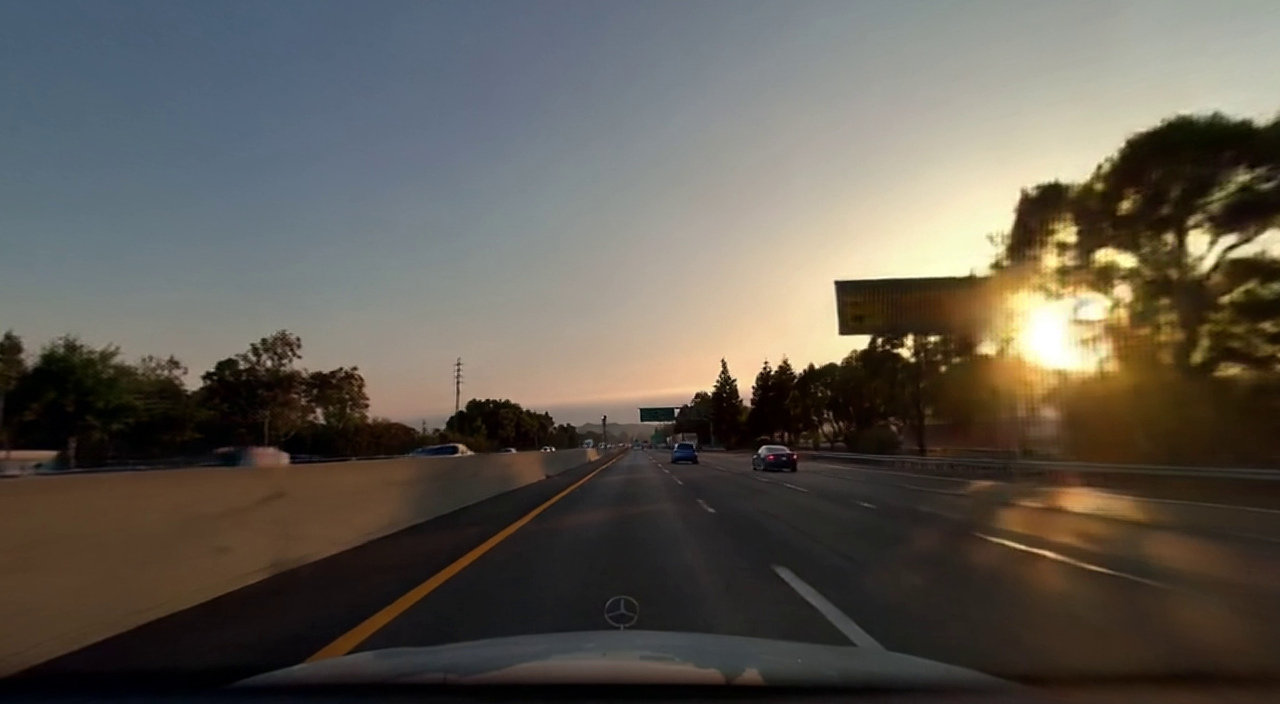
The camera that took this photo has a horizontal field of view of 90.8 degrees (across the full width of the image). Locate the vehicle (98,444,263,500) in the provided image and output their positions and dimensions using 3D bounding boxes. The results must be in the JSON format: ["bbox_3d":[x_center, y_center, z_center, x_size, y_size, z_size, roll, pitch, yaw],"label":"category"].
[{"bbox_3d":[-15.001,3.881,21.048,2.038,1.583,4.642,0,-8,0],"label":"vehicle"}]

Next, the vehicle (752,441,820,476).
[{"bbox_3d":[6.483,4.758,28.521,2.009,1.456,4.097,0,-9,-1],"label":"vehicle"}]

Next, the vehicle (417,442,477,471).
[{"bbox_3d":[-11.353,6.166,37.526,2.053,1.602,4.777,0,-9,0],"label":"vehicle"}]

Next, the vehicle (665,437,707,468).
[{"bbox_3d":[2.841,6.385,40.345,2.258,1.824,4.908,0,-9,-1],"label":"vehicle"}]
